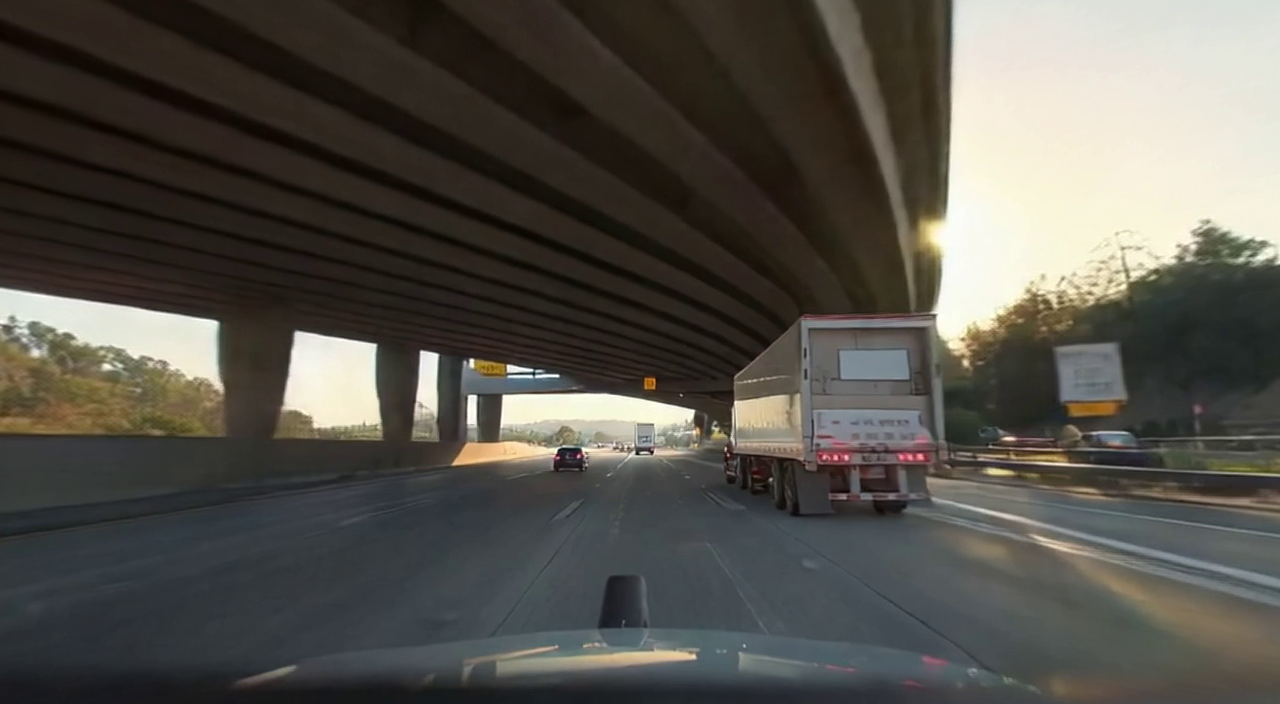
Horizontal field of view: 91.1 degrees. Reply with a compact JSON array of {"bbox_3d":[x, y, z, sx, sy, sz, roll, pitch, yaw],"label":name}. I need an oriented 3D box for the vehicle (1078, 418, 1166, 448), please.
[{"bbox_3d":[28.657,4.840,37.498,1.928,1.603,4.315,1,-7,2],"label":"vehicle"}]

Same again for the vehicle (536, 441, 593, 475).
[{"bbox_3d":[-3.657,5.260,31.491,2.143,1.529,4.918,0,-8,1],"label":"vehicle"}]

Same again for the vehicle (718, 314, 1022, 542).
[{"bbox_3d":[4.048,1.882,14.670,3.049,3.395,10.595,0,-8,0],"label":"vehicle"}]
